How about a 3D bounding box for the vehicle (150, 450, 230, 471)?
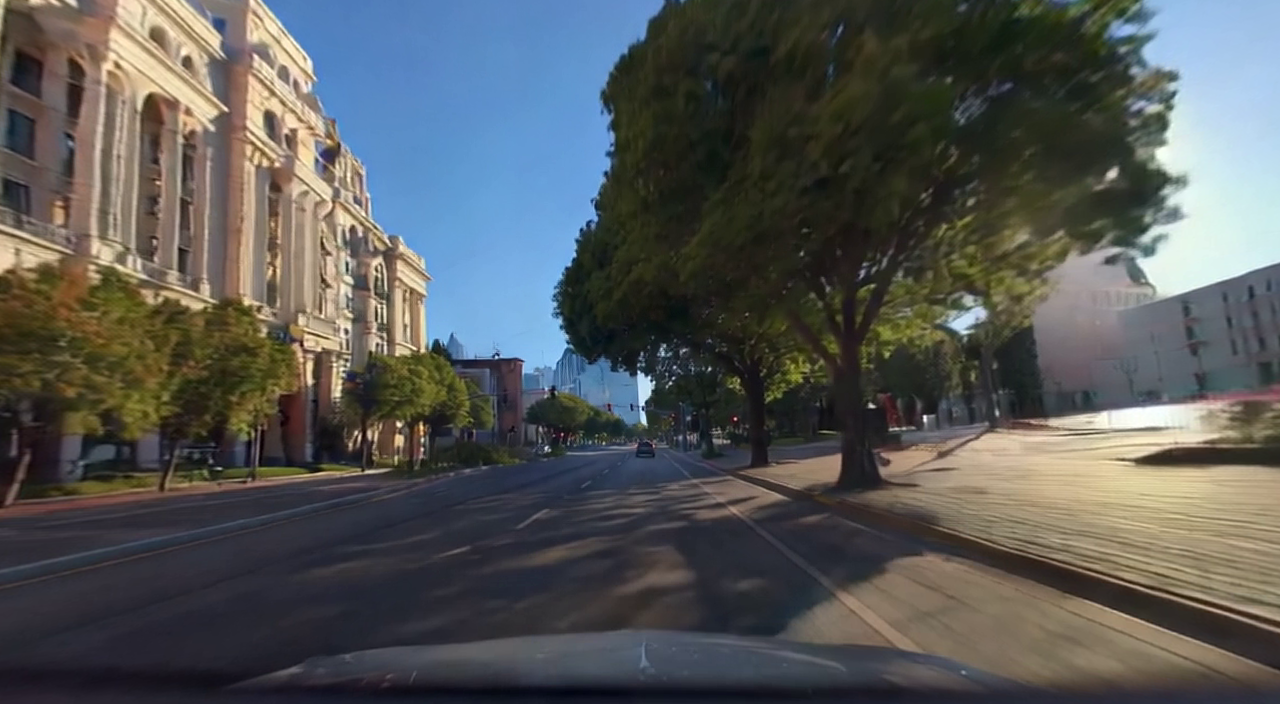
[{"bbox_3d":[-32.435,7.801,45.461,4.397,1.454,1.803,0,-9,3],"label":"vehicle"}]
